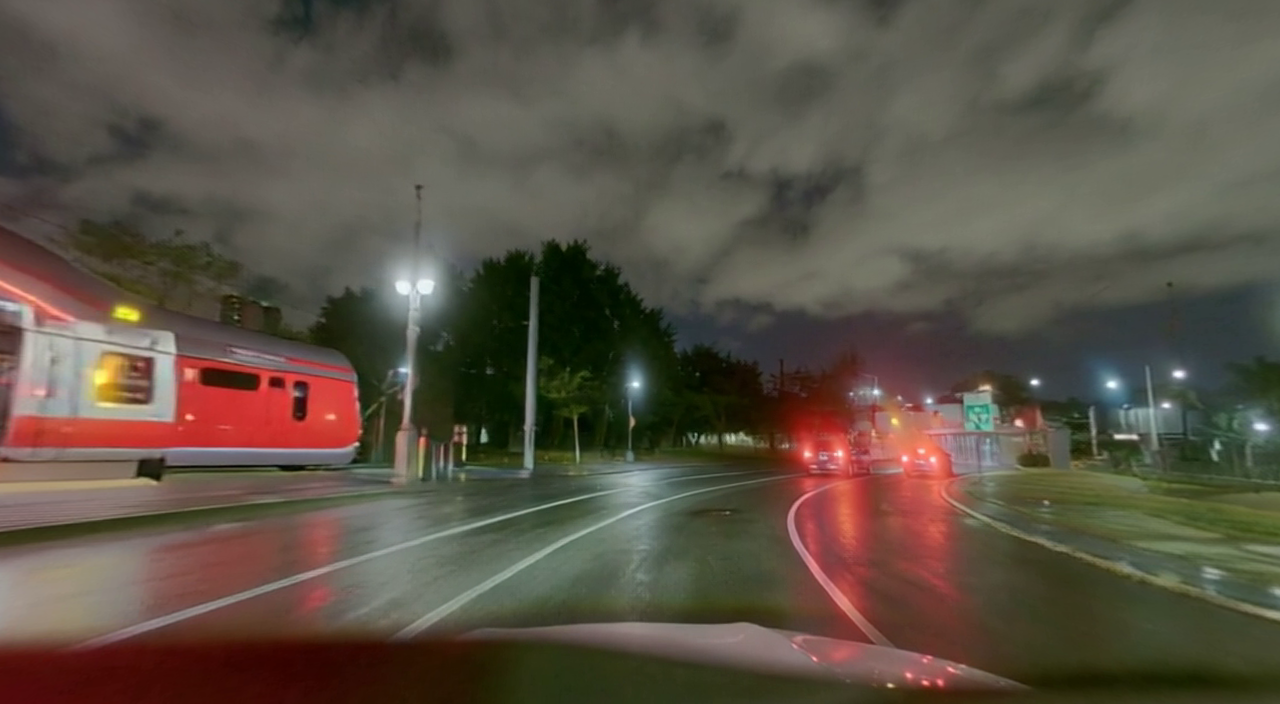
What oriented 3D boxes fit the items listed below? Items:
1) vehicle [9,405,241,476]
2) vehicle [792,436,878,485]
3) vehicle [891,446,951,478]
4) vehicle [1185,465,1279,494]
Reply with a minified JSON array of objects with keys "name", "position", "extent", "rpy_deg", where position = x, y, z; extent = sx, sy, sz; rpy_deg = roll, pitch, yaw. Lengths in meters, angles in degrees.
[{"name":"vehicle","position":[-29.873,5.334,38.031],"extent":[2.931,3.569,12.284],"rpy_deg":[-1,-8,4]},{"name":"vehicle","position":[7.928,4.307,25.421],"extent":[2.263,1.765,4.237],"rpy_deg":[-5,-10,31]},{"name":"vehicle","position":[16.951,6.562,38.025],"extent":[2.010,1.725,4.320],"rpy_deg":[-7,-11,40]},{"name":"vehicle","position":[33.244,7.062,35.030],"extent":[4.118,1.477,1.691],"rpy_deg":[-1,-9,10]}]
